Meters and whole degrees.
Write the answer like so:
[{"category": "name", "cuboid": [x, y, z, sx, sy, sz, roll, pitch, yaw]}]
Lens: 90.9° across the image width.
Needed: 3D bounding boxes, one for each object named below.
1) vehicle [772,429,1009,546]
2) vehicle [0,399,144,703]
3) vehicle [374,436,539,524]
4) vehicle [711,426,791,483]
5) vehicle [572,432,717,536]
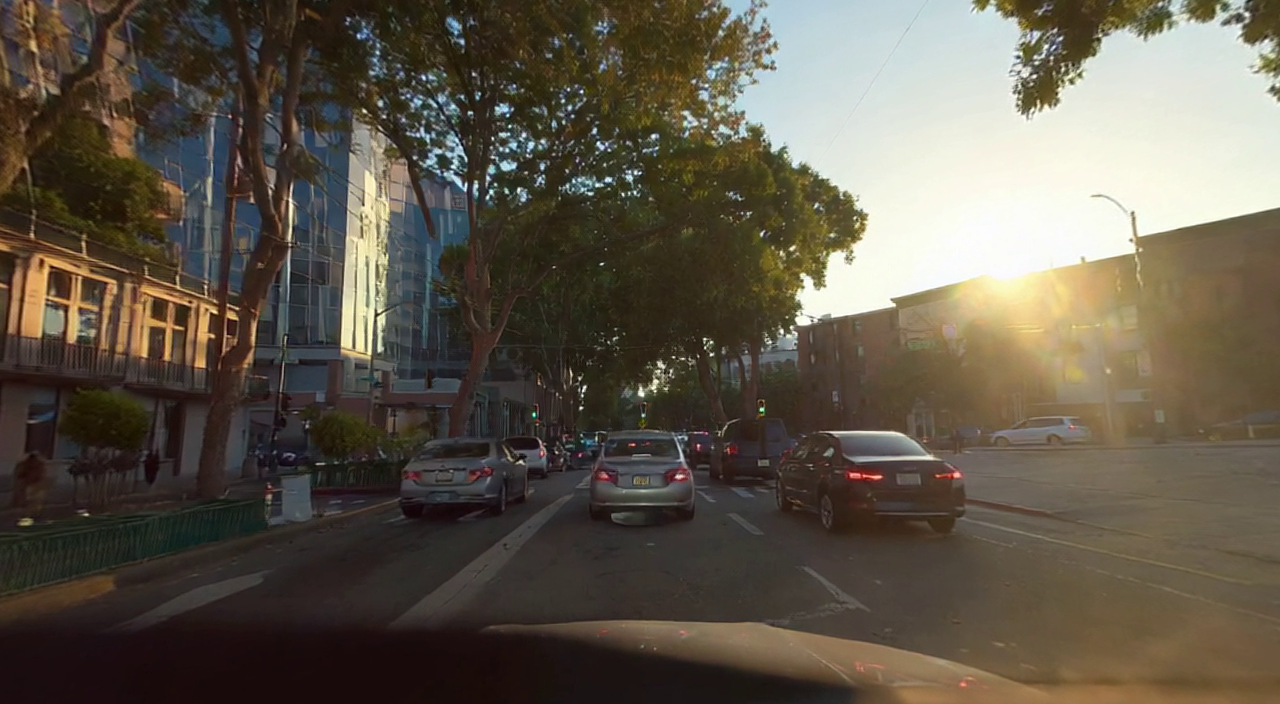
[{"category": "vehicle", "cuboid": [3.739, 2.094, 10.483, 1.990, 1.486, 4.431, 0, -8, -2]}, {"category": "vehicle", "cuboid": [-3.361, 0.686, 0.676, 2.038, 1.481, 4.379, 0, -8, 1]}, {"category": "vehicle", "cuboid": [-3.429, 2.461, 12.713, 2.002, 1.465, 4.098, 0, -8, 1]}, {"category": "vehicle", "cuboid": [4.199, 3.994, 24.800, 2.142, 1.957, 5.443, 0, -8, 0]}, {"category": "vehicle", "cuboid": [0.010, 2.215, 11.202, 2.101, 1.480, 3.929, 0, -8, -2]}]
